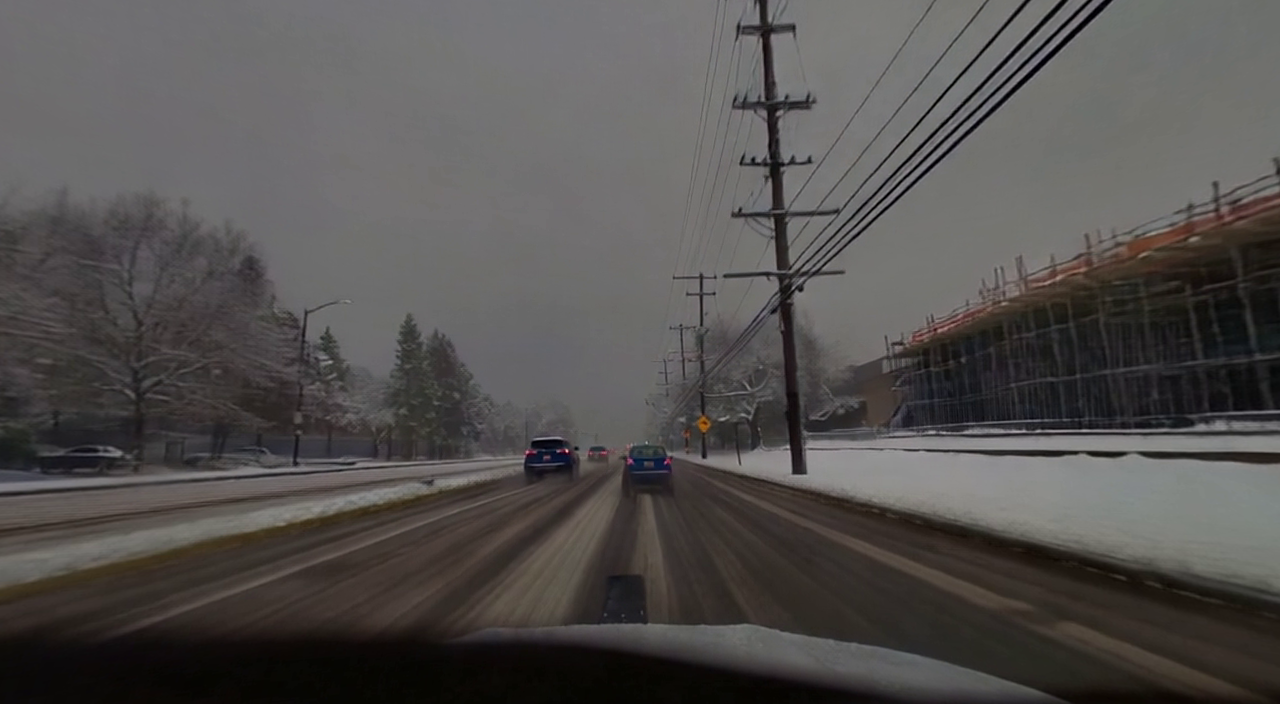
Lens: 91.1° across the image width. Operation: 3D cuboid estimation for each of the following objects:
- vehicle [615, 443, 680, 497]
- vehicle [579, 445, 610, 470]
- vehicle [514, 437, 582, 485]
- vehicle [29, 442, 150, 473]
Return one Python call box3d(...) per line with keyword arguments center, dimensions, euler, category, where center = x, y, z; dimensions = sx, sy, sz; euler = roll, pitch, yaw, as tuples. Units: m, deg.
box3d(center=(0.246, 4.038, 21.880), dimensions=(2.059, 1.691, 3.980), euler=(0, -8, 0), category="vehicle")
box3d(center=(-3.371, 7.934, 47.465), dimensions=(1.910, 1.713, 4.786), euler=(0, -8, 1), category="vehicle")
box3d(center=(-3.698, 4.478, 26.060), dimensions=(2.078, 1.804, 4.387), euler=(0, -8, 2), category="vehicle")
box3d(center=(-31.884, 6.113, 36.457), dimensions=(5.155, 1.679, 1.934), euler=(0, -8, 0), category="vehicle")
